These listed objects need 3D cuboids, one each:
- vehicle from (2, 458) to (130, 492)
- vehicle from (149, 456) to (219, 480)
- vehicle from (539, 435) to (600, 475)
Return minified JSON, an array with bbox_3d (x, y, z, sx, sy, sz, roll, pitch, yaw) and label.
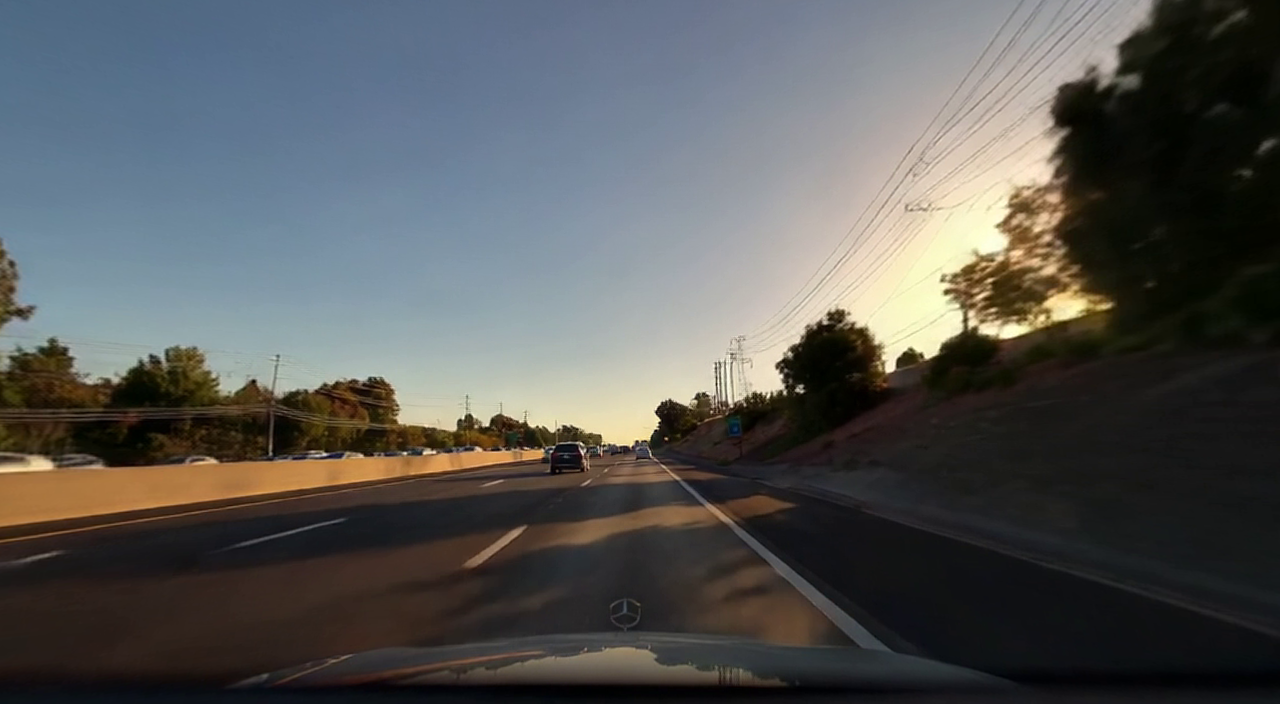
[{"bbox_3d":[-28.497,6.099,31.533,1.860,1.499,4.752,0,-9,1],"label":"vehicle"},{"bbox_3d":[-34.460,8.735,47.715,1.922,1.659,4.456,0,-9,0],"label":"vehicle"},{"bbox_3d":[-3.657,5.508,33.808,2.577,1.939,5.408,0,-9,1],"label":"vehicle"}]
